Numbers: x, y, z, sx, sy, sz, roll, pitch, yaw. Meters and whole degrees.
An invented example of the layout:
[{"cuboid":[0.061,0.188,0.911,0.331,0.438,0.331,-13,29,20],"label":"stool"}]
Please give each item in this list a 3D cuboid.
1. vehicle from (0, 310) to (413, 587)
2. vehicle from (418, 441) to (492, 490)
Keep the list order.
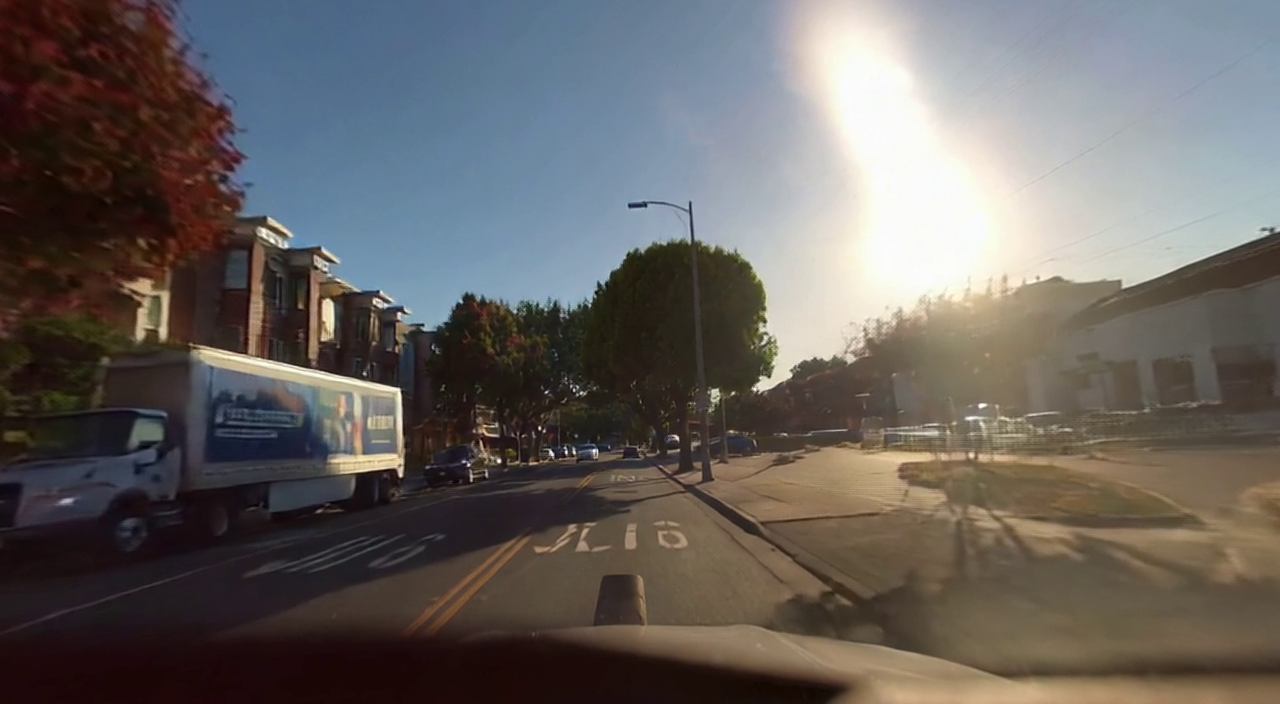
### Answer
[{"cuboid":[-9.049,2.036,14.794,2.986,3.768,11.697,-6,-6,-1],"label":"vehicle"},{"cuboid":[-7.878,4.831,27.204,1.950,1.743,4.312,-2,-7,-1],"label":"vehicle"}]
